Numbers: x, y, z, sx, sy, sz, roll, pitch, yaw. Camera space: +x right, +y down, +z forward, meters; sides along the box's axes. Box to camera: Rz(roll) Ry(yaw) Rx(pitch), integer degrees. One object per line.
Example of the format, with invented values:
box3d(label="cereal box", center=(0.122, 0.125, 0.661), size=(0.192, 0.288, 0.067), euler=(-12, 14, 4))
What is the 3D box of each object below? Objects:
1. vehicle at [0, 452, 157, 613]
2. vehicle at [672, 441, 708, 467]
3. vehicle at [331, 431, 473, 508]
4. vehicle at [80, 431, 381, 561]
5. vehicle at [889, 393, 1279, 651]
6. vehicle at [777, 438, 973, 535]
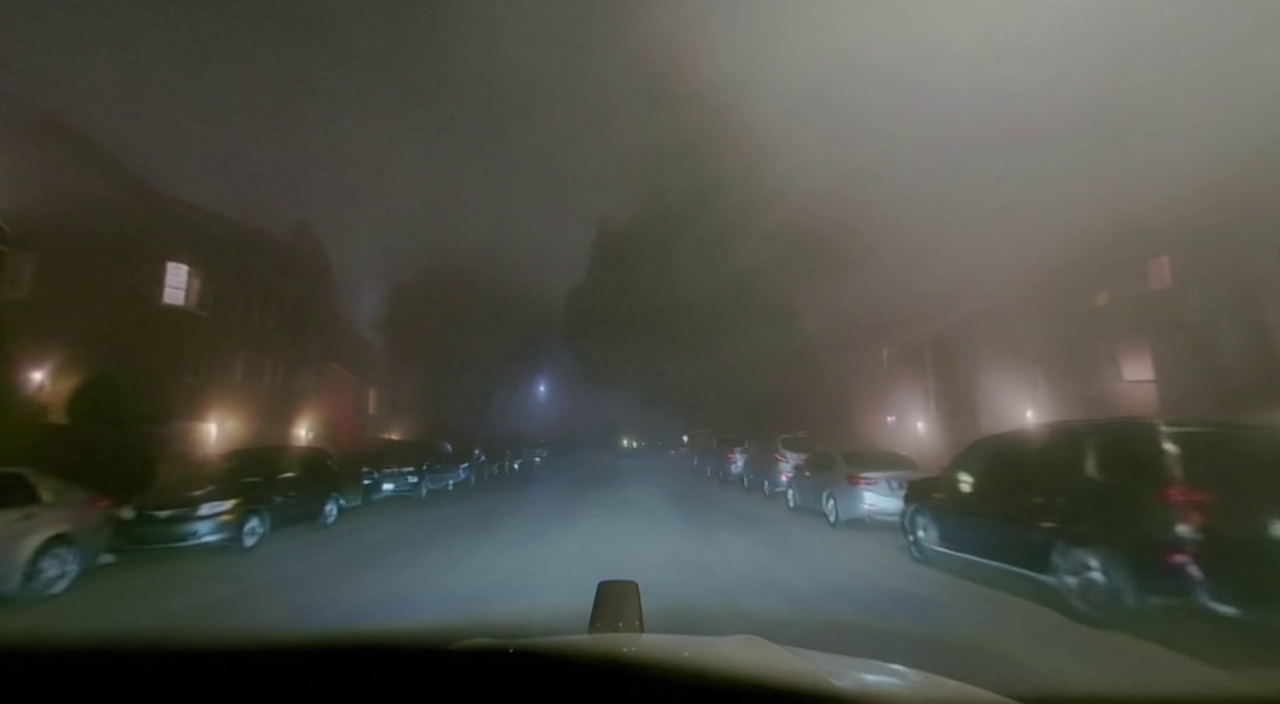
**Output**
box3d(label="vehicle", center=(-6.870, 1.672, 5.480), size=(1.828, 1.468, 4.738), euler=(-2, -8, -3))
box3d(label="vehicle", center=(3.692, 7.602, 47.302), size=(2.101, 1.771, 4.747), euler=(0, -9, -2))
box3d(label="vehicle", center=(-7.144, 3.580, 19.886), size=(2.195, 2.023, 6.055), euler=(0, -8, -1))
box3d(label="vehicle", center=(-7.084, 2.504, 11.970), size=(2.162, 1.846, 5.426), euler=(0, -8, -1))
box3d(label="vehicle", center=(4.505, 1.483, 6.581), size=(1.918, 1.740, 4.415), euler=(0, -9, -1))
box3d(label="vehicle", center=(4.202, 2.465, 12.282), size=(1.877, 1.486, 4.713), euler=(0, -9, -2))
